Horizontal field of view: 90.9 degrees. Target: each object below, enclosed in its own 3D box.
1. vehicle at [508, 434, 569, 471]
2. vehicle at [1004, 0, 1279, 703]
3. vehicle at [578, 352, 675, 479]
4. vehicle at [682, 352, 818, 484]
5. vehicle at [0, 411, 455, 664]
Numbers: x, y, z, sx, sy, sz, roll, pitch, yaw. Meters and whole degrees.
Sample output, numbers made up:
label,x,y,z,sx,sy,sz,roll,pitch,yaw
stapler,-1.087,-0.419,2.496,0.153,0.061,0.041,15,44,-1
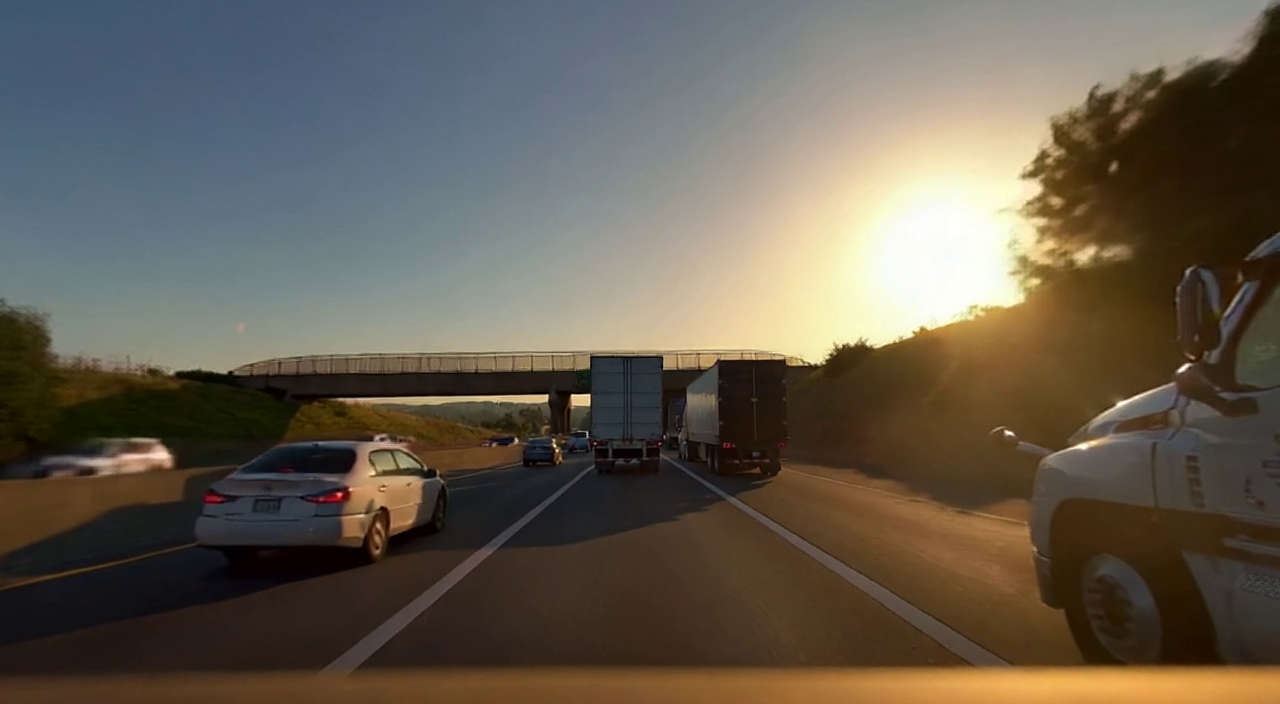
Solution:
label,x,y,z,sx,sy,sz,roll,pitch,yaw
vehicle,-4.325,4.326,27.520,2.049,1.483,3.786,0,-8,0
vehicle,3.934,-0.492,0.899,3.074,3.896,5.910,0,-8,-1
vehicle,-0.519,2.728,25.536,3.090,4.065,10.702,0,-8,-1
vehicle,3.621,2.710,24.366,2.817,3.886,11.491,0,-8,-2
vehicle,-3.446,1.399,6.057,1.894,1.460,4.662,0,-8,0
